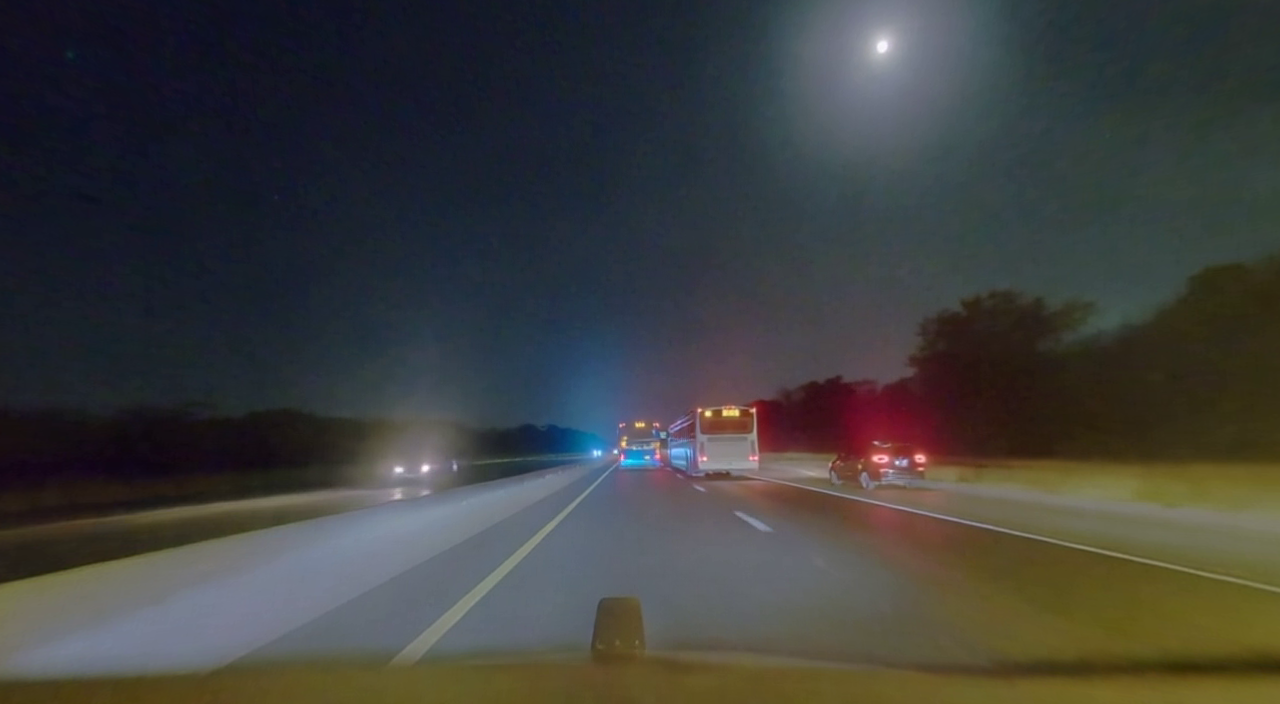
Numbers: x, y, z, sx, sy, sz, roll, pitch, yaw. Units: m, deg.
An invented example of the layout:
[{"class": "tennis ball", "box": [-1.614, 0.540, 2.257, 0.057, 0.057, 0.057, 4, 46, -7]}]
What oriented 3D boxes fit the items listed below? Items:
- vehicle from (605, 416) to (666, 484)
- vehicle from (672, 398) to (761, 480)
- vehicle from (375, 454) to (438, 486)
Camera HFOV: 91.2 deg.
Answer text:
[{"class": "vehicle", "box": [-0.211, 4.383, 28.041, 2.414, 2.675, 5.574, -1, -9, -1]}, {"class": "vehicle", "box": [3.805, 4.953, 35.059, 3.074, 3.668, 12.805, -1, -9, -1]}, {"class": "vehicle", "box": [-12.606, 6.380, 34.072, 1.889, 1.534, 4.023, -1, -9, 0]}]
